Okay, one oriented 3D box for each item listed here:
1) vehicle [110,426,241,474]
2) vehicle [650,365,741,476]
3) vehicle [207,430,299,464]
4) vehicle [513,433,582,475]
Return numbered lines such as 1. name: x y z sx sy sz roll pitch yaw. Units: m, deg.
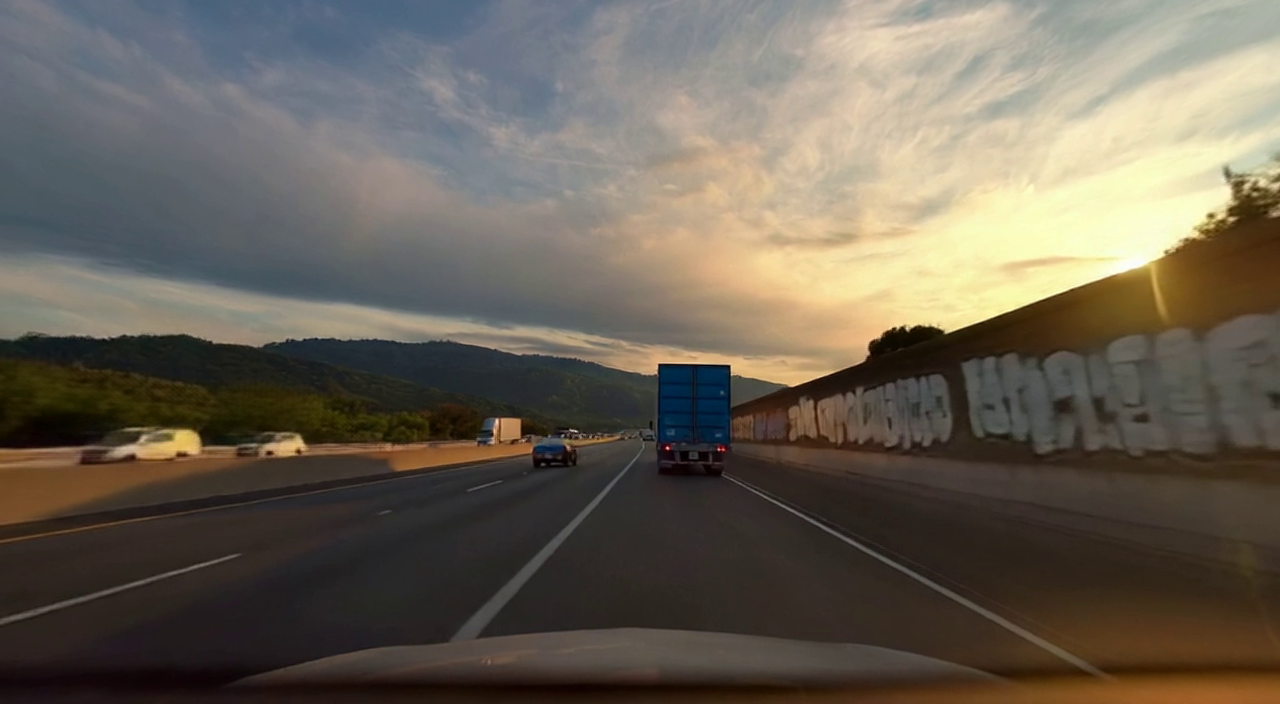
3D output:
1. vehicle: -13.839 2.915 19.021 1.451 1.315 3.210 0 -8 1
2. vehicle: 1.967 3.035 26.819 2.921 3.765 10.773 0 -8 0
3. vehicle: -17.382 4.264 28.513 1.751 1.411 3.738 0 -8 0
4. vehicle: -3.668 4.111 25.797 1.982 1.535 4.519 0 -8 2
